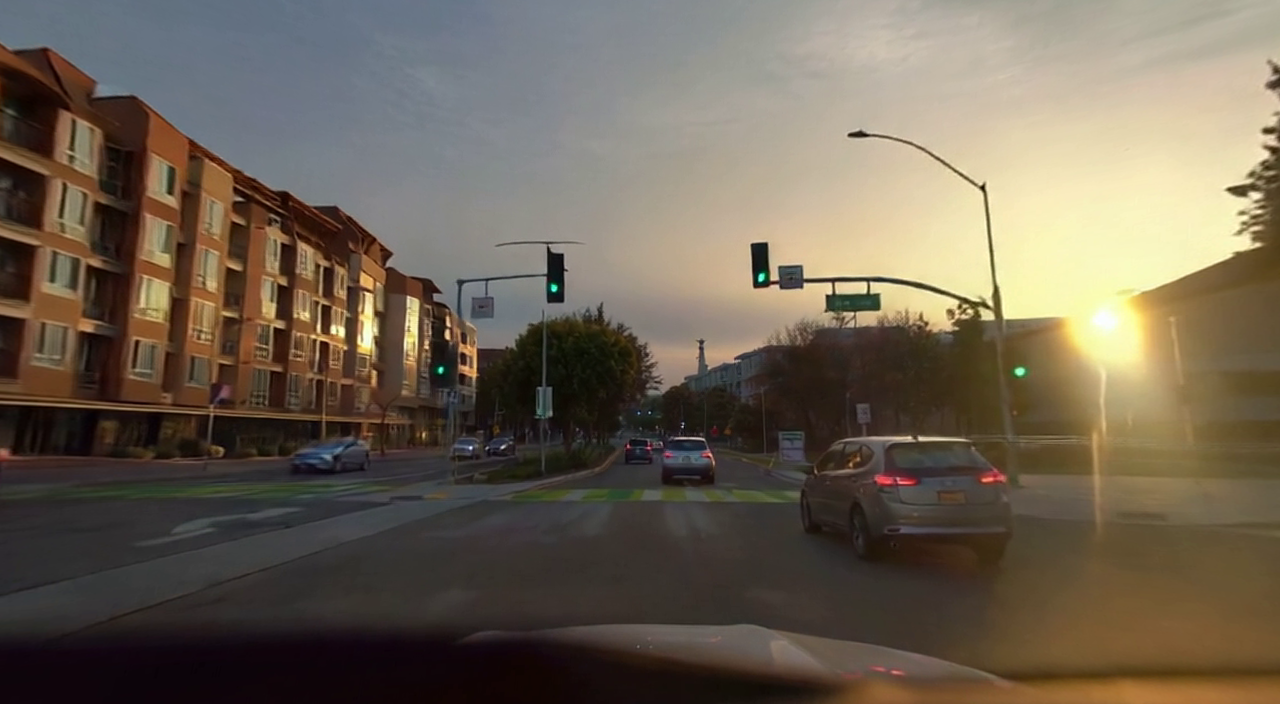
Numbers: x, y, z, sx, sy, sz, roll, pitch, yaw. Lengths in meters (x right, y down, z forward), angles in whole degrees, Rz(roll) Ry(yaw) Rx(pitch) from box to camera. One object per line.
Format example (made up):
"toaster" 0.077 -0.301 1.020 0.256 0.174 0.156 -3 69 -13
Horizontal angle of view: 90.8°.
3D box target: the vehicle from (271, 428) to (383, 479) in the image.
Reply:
"vehicle" -12.530 4.111 25.765 2.076 1.836 4.847 0 -8 0

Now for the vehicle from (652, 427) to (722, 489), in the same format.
"vehicle" 1.728 3.754 22.777 2.206 1.858 5.332 1 -8 5

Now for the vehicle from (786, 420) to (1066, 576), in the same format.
"vehicle" 3.497 1.841 8.768 1.906 1.608 4.137 0 -8 0

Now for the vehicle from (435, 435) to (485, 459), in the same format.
"vehicle" -12.216 6.483 43.175 1.969 1.566 4.549 0 -8 1

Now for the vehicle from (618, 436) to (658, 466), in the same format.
"vehicle" -0.131 5.447 34.877 2.059 1.492 3.925 0 -8 -1
